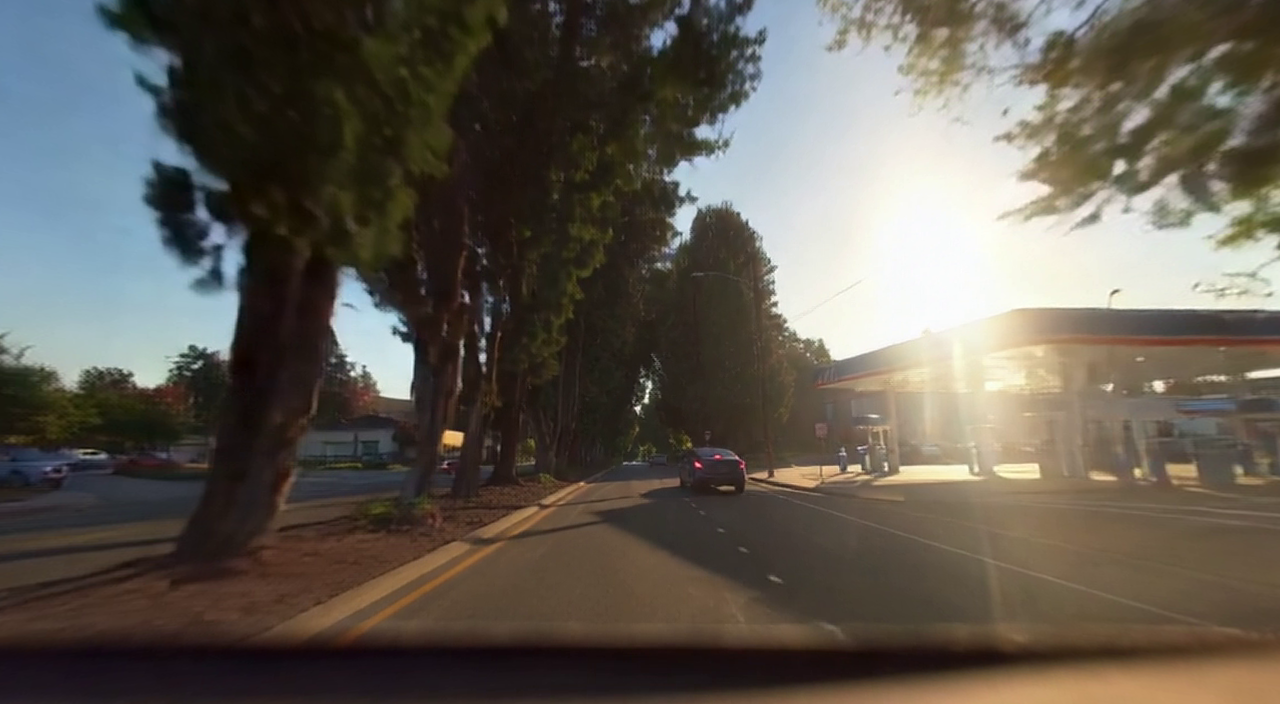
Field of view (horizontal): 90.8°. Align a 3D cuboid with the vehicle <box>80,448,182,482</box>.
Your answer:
[{"bbox_3d":[-29.869,6.624,37.310,2.116,1.874,4.709,0,-9,-1],"label":"vehicle"}]

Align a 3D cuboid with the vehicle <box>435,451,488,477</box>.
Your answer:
[{"bbox_3d":[-11.014,6.945,39.265,1.893,1.480,4.482,-1,-9,1],"label":"vehicle"}]

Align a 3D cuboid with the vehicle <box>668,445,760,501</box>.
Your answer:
[{"bbox_3d":[2.097,3.618,19.292,2.061,1.475,4.296,0,-9,-3],"label":"vehicle"}]

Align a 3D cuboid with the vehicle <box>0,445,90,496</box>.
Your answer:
[{"bbox_3d":[-24.496,4.520,24.276,2.082,1.829,5.094,0,-9,-1],"label":"vehicle"}]
